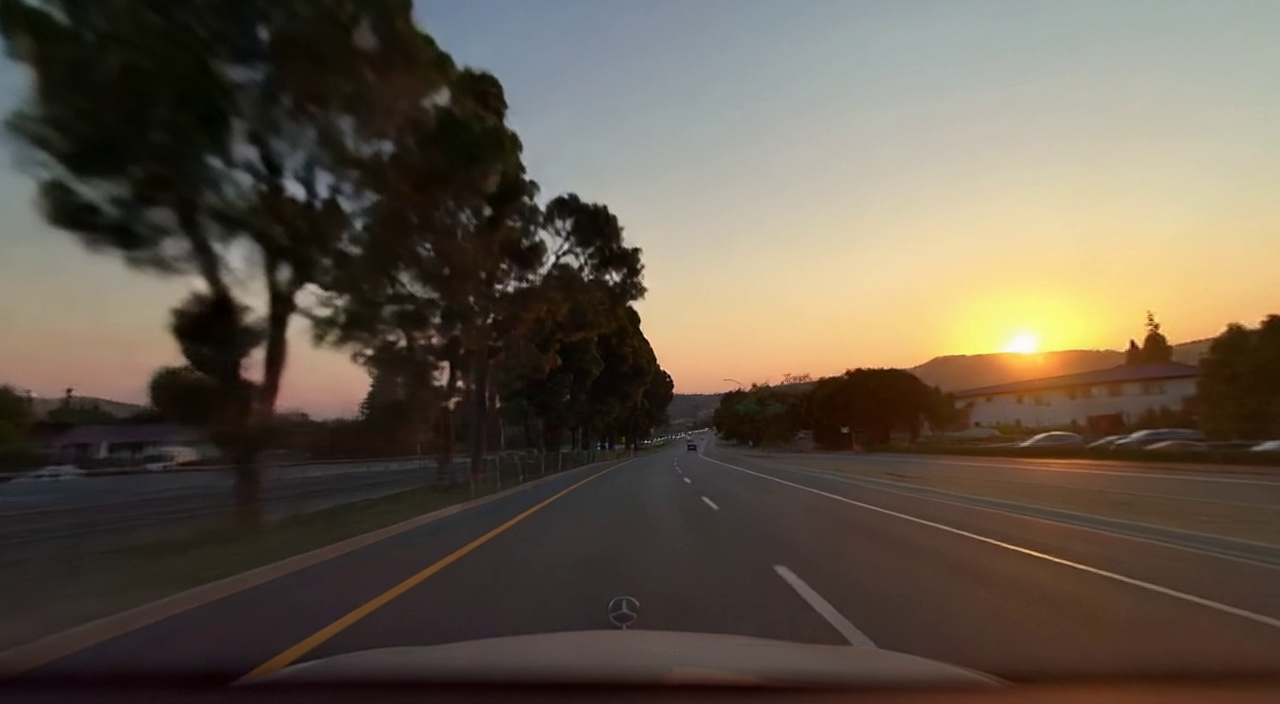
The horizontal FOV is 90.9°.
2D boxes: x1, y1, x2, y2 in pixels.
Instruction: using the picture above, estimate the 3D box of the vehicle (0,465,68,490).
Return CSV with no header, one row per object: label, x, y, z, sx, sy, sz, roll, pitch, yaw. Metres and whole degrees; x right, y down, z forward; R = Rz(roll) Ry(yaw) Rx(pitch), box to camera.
vehicle,-45.321,9.311,47.046,1.786,1.577,3.922,-1,-8,-4
